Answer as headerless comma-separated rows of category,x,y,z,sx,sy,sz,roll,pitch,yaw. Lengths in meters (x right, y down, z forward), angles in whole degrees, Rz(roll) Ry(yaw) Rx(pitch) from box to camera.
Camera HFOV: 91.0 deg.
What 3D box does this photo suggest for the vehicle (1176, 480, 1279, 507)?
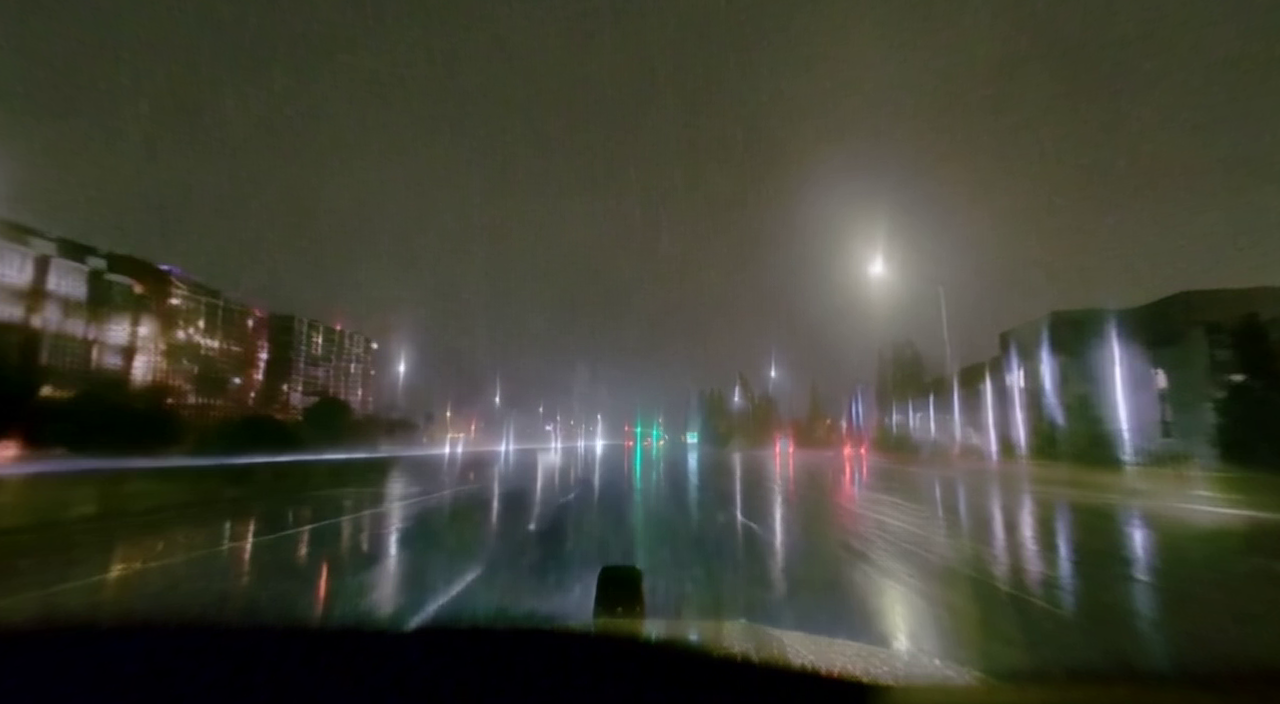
vehicle,38.647,9.309,41.465,4.606,1.507,1.906,-1,-9,11
